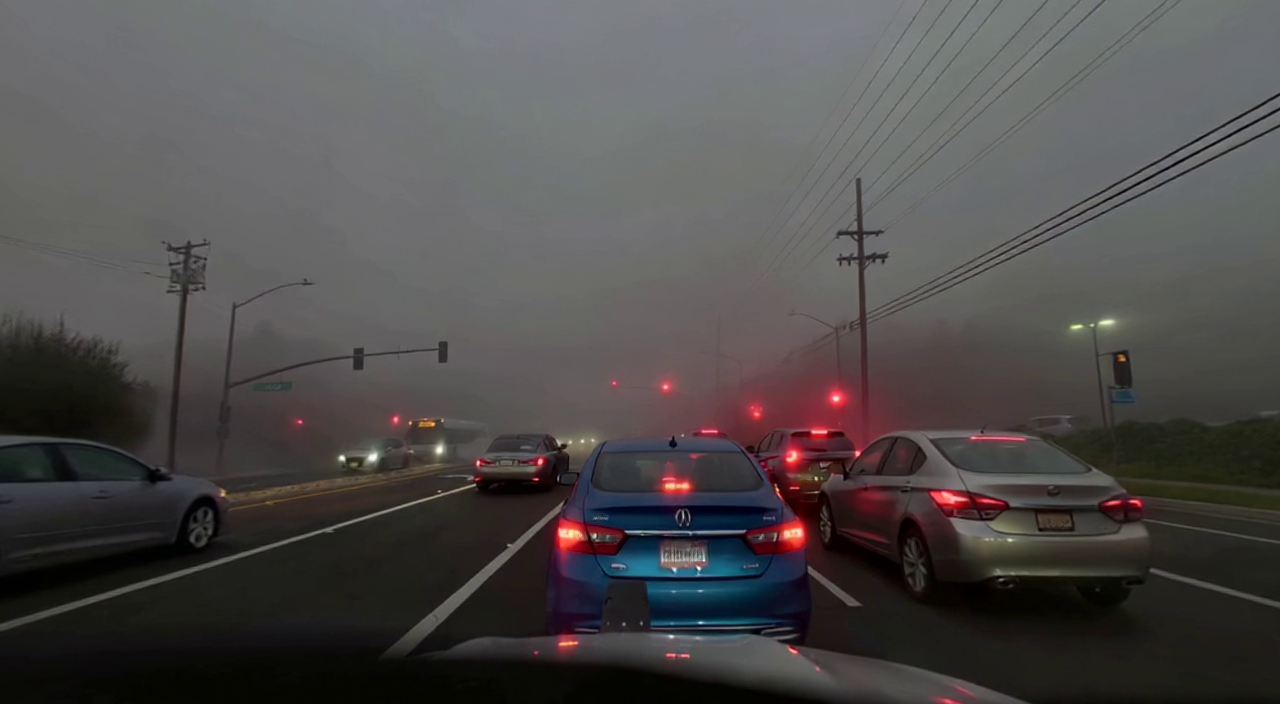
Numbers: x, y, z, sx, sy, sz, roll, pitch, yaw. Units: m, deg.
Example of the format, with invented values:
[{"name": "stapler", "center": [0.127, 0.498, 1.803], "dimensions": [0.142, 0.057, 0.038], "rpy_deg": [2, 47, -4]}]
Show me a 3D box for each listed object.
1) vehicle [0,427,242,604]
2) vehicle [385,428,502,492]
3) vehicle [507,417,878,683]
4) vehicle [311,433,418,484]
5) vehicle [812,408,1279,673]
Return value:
[{"name": "vehicle", "center": [-6.419, 1.517, 6.178], "dimensions": [1.955, 1.497, 4.639], "rpy_deg": [-1, -8, 1]}, {"name": "vehicle", "center": [-6.258, 3.494, 20.897], "dimensions": [2.070, 1.824, 5.196], "rpy_deg": [-1, -8, 2]}, {"name": "vehicle", "center": [0.279, 1.417, 5.646], "dimensions": [2.109, 1.483, 3.964], "rpy_deg": [0, -8, -1]}, {"name": "vehicle", "center": [-10.617, 4.114, 24.795], "dimensions": [1.981, 1.766, 4.870], "rpy_deg": [-1, -8, 0]}, {"name": "vehicle", "center": [3.123, 1.396, 5.802], "dimensions": [1.870, 1.523, 4.096], "rpy_deg": [0, -8, -1]}]
